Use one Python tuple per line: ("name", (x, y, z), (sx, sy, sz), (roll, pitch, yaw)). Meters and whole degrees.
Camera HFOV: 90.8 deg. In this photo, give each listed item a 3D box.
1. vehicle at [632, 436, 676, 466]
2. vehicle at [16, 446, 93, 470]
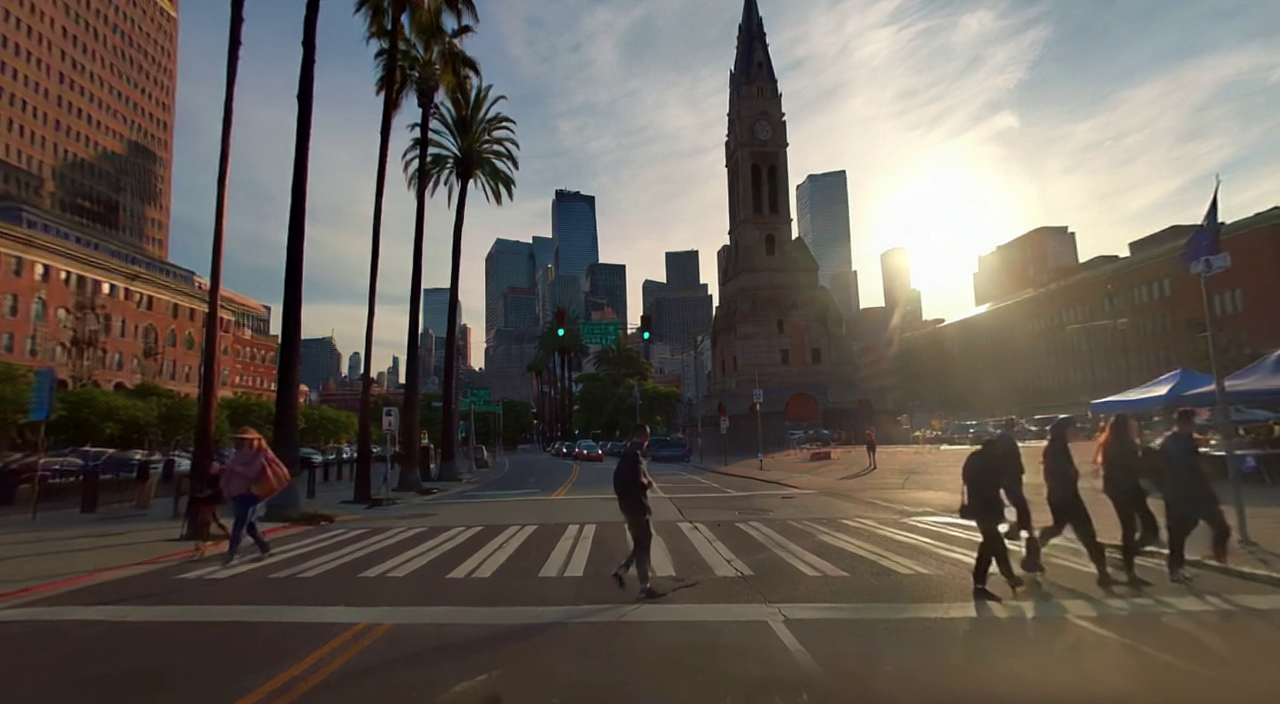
("vehicle", (0.919, 7.282, 46.639), (2.322, 2.071, 5.366), (1, -9, -9))
("vehicle", (-45.973, 8.334, 49.741), (1.922, 1.798, 4.317), (0, -8, 0))
